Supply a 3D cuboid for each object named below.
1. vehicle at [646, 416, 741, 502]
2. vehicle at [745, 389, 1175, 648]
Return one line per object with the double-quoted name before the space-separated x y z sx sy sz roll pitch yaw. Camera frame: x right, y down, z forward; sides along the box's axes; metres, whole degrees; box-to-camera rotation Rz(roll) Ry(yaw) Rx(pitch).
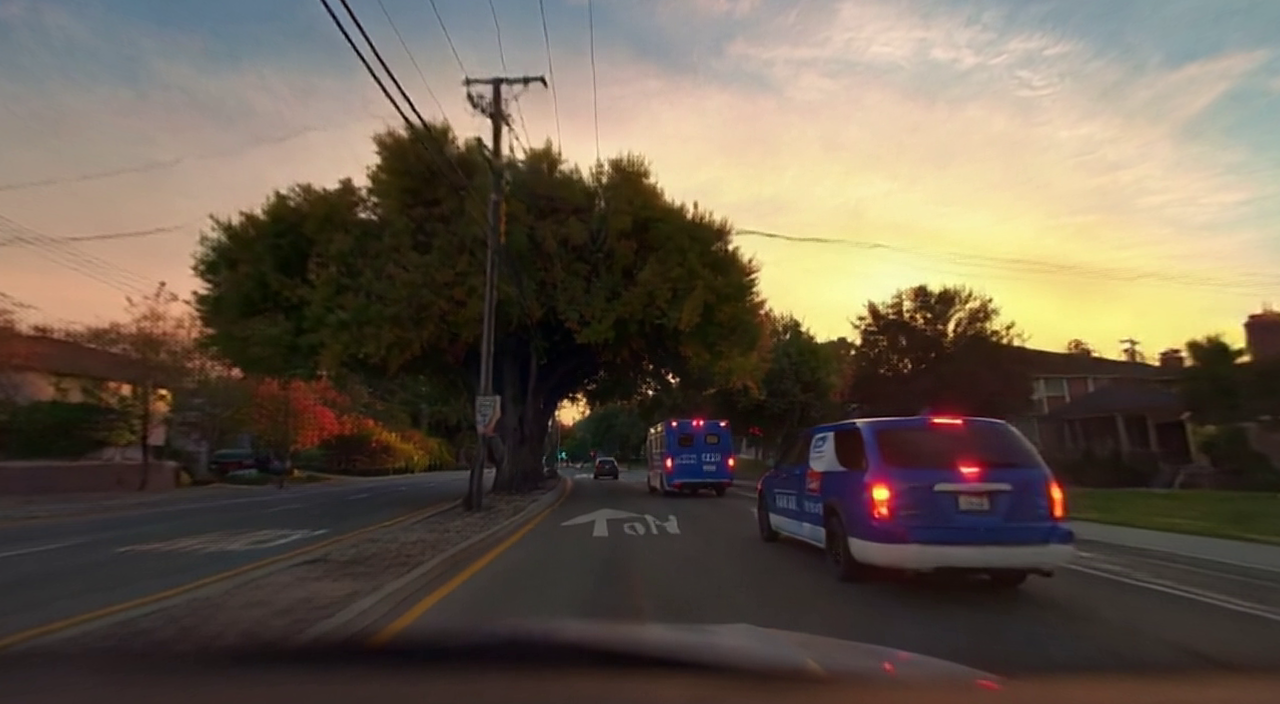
"vehicle" 1.728 3.787 22.791 2.406 2.687 5.521 1 -9 -6
"vehicle" 2.843 1.604 7.266 2.194 1.922 4.822 0 -8 -3
